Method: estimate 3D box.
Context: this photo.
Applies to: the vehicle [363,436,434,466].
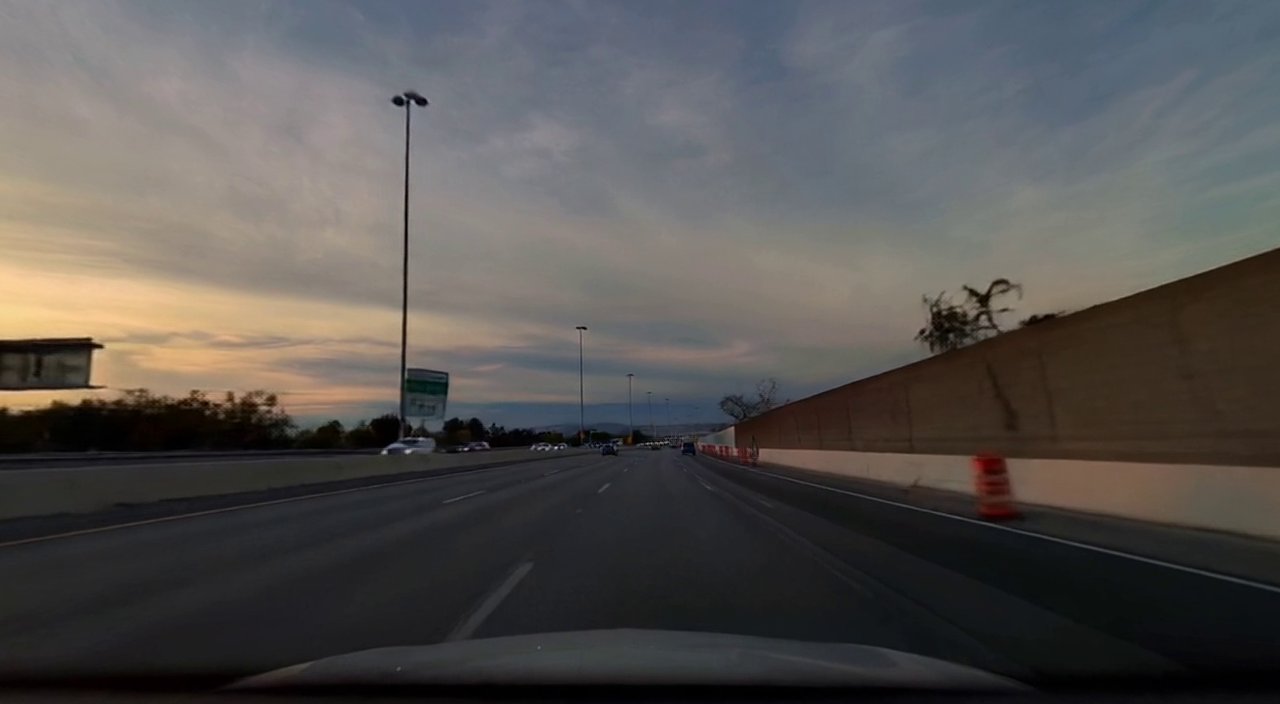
[{"bbox_3d":[-15.302,6.311,40.321,2.202,1.765,5.454,0,-9,2],"label":"vehicle"}]
